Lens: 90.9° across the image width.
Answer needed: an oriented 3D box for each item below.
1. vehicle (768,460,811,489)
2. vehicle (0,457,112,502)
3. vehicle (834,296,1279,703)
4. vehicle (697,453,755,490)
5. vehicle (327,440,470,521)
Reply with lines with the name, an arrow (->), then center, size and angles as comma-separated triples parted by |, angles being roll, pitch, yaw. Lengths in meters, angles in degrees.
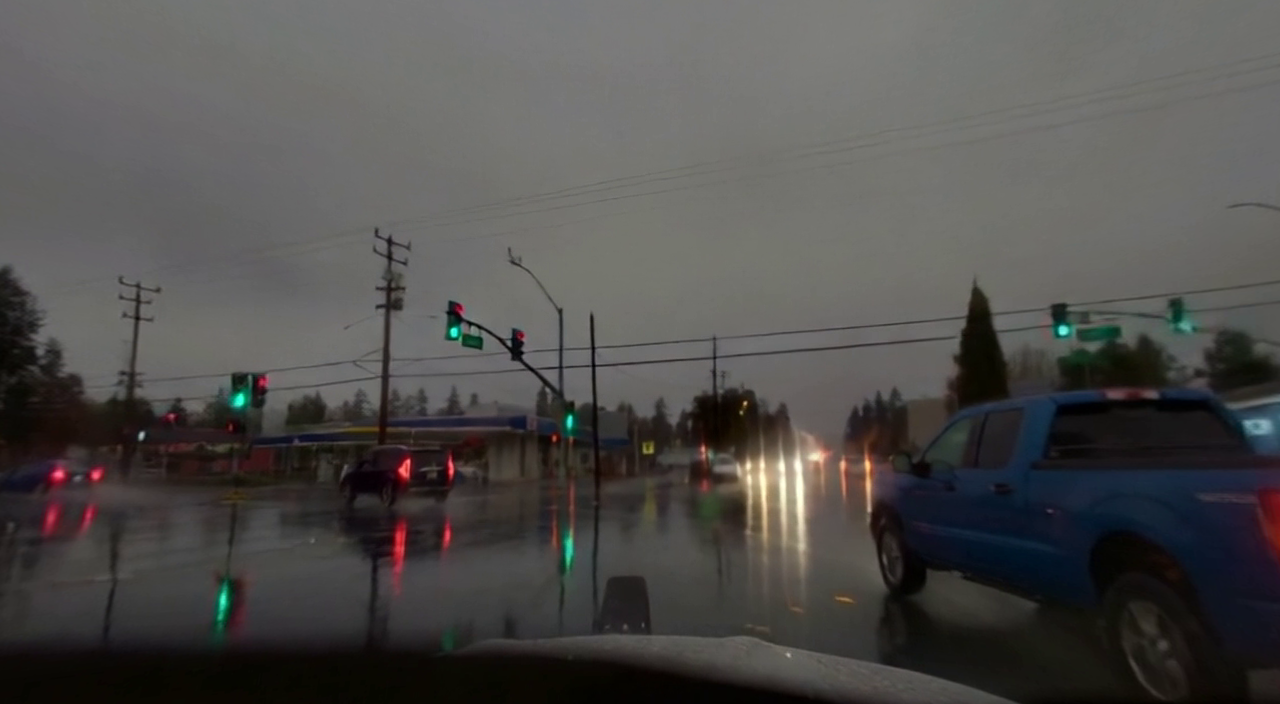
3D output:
vehicle -> 8.564, 6.909, 35.826 | 1.856, 1.448, 4.455 | -4, -10, 19
vehicle -> -25.071, 5.356, 26.641 | 4.498, 1.725, 1.921 | -4, -10, 18
vehicle -> 3.272, 1.024, 4.253 | 2.036, 1.818, 5.192 | 0, -9, -3
vehicle -> 5.014, 6.713, 35.896 | 2.303, 1.895, 5.301 | -4, -10, 18
vehicle -> -6.733, 3.407, 17.238 | 2.141, 1.842, 4.889 | 7, -12, -38
